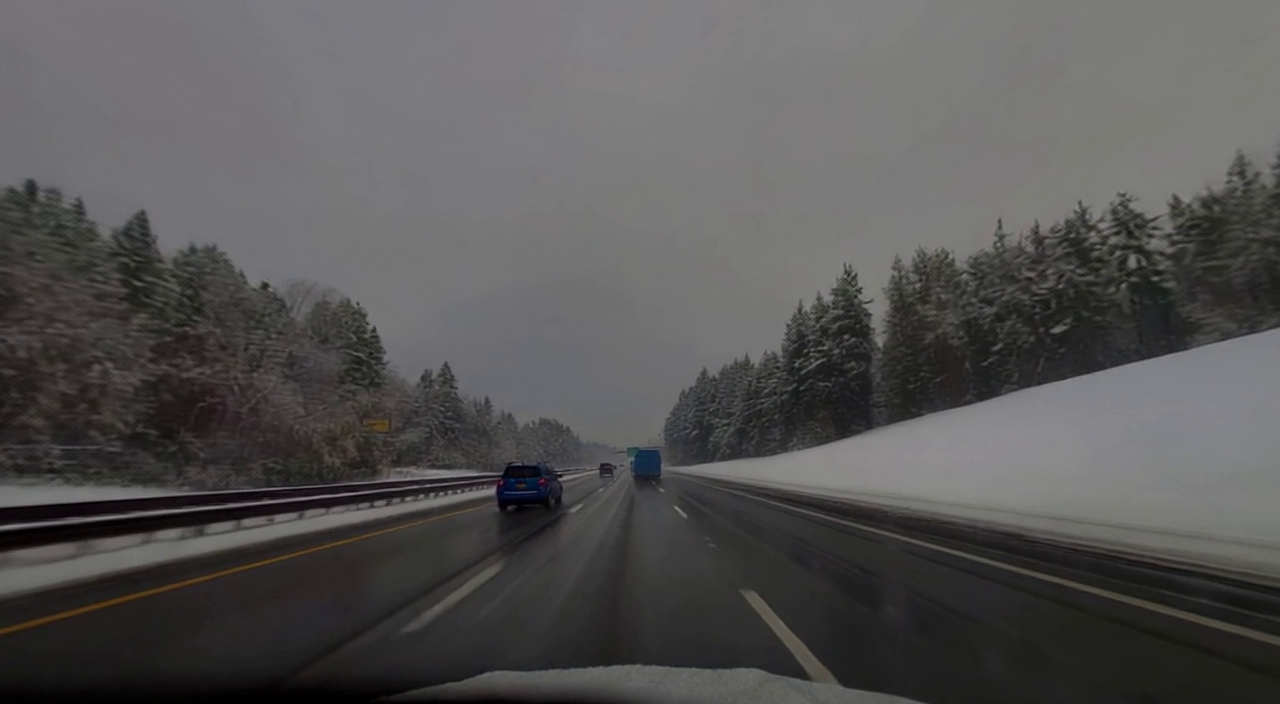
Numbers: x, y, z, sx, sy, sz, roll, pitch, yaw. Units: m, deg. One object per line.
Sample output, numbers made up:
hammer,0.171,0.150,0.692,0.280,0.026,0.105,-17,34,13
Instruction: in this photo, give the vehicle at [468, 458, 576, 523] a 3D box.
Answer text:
vehicle,-3.034,3.705,17.206,2.038,1.490,4.391,1,-11,1
